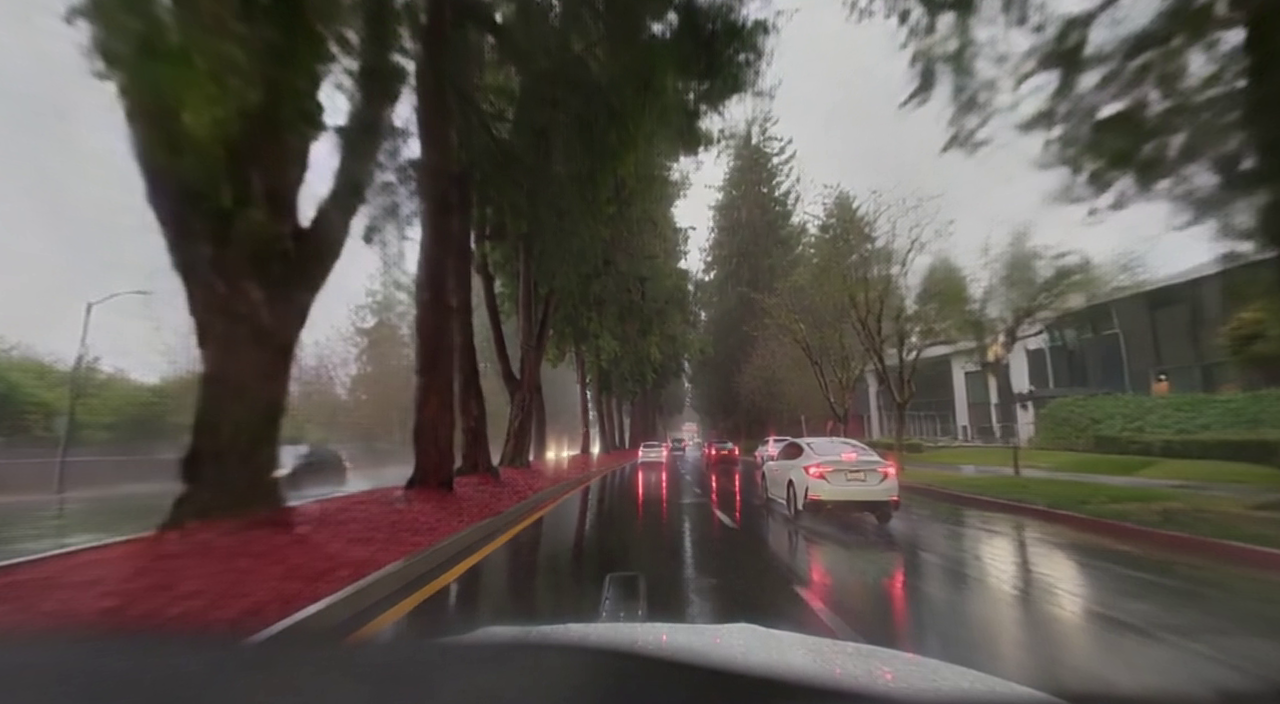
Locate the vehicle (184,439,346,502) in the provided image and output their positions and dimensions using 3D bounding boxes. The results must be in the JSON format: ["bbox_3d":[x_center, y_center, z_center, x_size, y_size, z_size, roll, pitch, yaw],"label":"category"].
[{"bbox_3d":[-11.106,3.520,19.207,2.067,1.657,4.510,0,-8,1],"label":"vehicle"}]

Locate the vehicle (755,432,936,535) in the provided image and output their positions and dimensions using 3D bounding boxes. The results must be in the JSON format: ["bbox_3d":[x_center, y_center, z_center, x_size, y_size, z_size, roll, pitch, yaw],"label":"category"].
[{"bbox_3d":[3.499,2.300,11.704,1.985,1.529,4.147,0,-8,1],"label":"vehicle"}]

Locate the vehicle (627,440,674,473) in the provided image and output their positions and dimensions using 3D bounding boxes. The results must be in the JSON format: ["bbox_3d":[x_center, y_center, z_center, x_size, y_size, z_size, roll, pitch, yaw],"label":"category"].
[{"bbox_3d":[0.566,4.987,30.322,2.082,1.473,4.028,0,-8,2],"label":"vehicle"}]

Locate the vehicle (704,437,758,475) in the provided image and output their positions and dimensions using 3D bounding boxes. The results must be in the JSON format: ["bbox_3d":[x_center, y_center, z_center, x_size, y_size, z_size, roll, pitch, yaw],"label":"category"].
[{"bbox_3d":[4.271,4.957,30.347,2.074,1.652,4.340,0,-8,2],"label":"vehicle"}]
